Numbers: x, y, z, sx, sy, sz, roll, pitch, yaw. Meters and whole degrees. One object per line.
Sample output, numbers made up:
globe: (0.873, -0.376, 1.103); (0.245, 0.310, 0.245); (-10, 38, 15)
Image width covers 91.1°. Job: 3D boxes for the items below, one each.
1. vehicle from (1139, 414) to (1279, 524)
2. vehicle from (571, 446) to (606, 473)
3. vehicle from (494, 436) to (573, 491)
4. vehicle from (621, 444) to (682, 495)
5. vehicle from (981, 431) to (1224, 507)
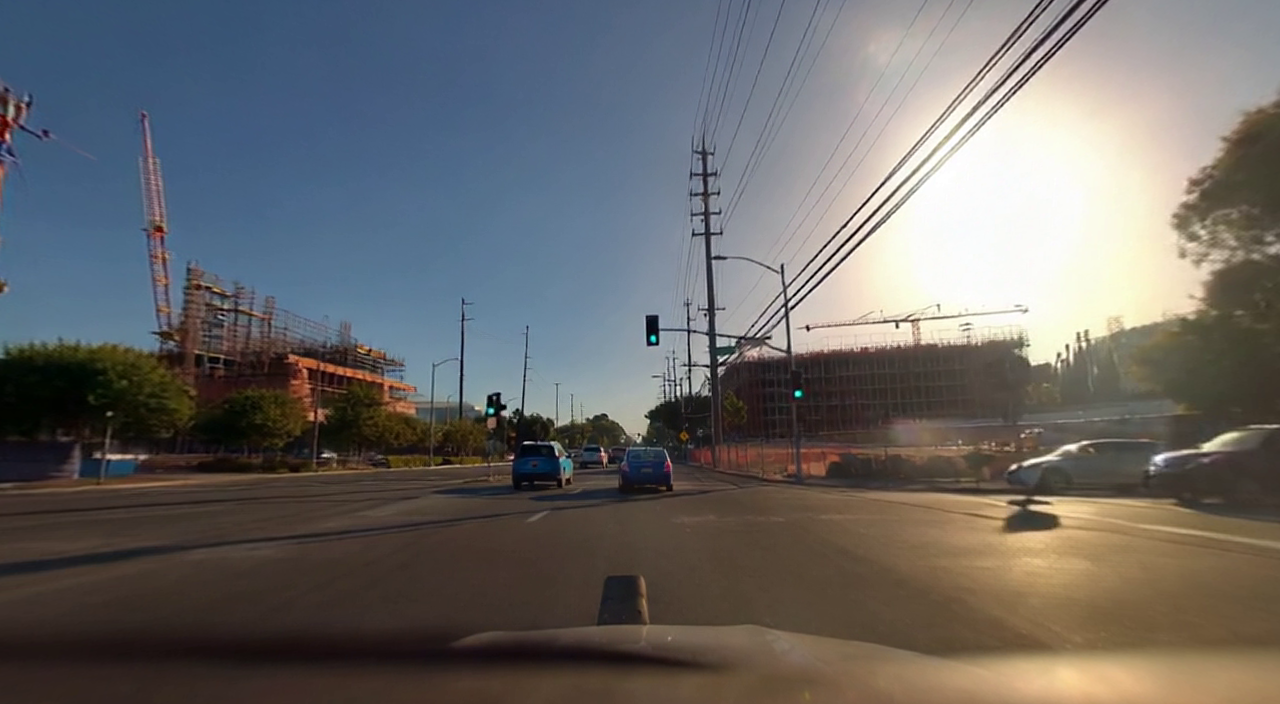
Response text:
vehicle: (13.656, 2.382, 13.122); (4.623, 2.090, 2.017); (0, -8, -1)
vehicle: (-3.467, 7.350, 43.342); (1.910, 1.713, 4.786); (0, -8, 1)
vehicle: (-3.767, 4.008, 23.038); (2.078, 1.804, 4.387); (0, -8, 1)
vehicle: (0.379, 4.279, 23.389); (2.059, 1.691, 3.980); (0, -8, 0)
vehicle: (12.113, 3.091, 16.820); (4.551, 1.759, 2.320); (-2, -8, 5)
